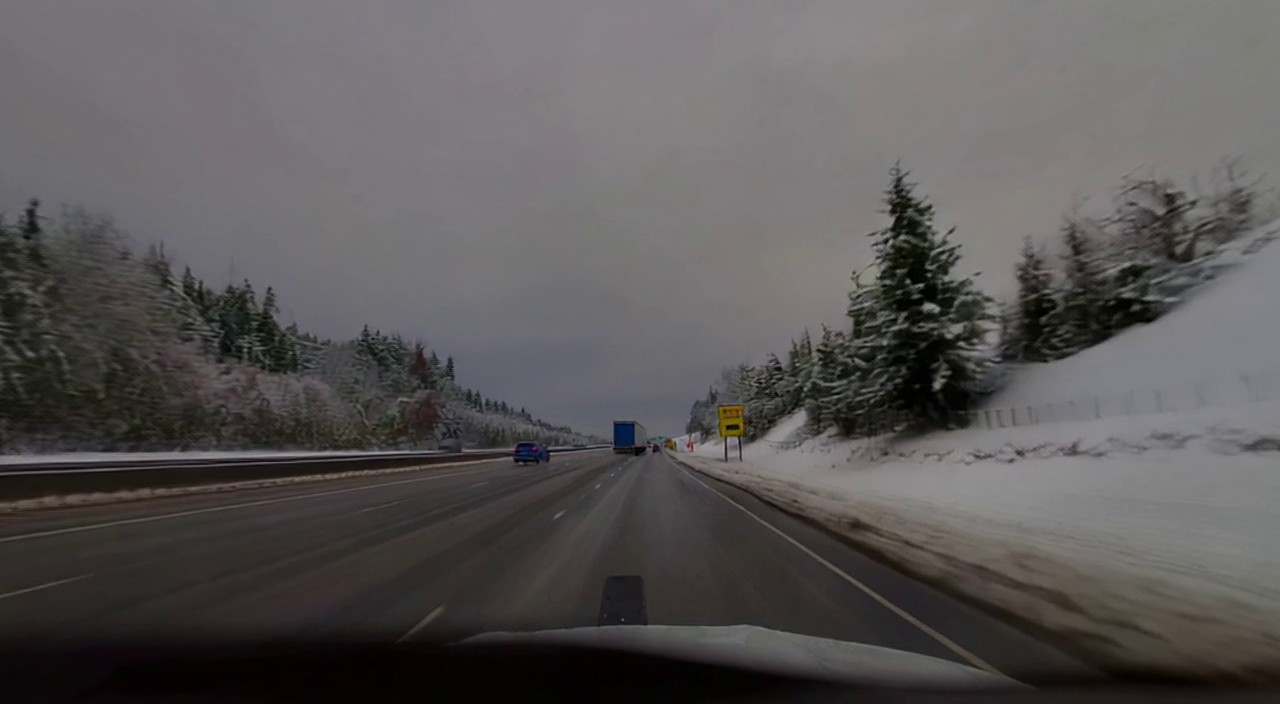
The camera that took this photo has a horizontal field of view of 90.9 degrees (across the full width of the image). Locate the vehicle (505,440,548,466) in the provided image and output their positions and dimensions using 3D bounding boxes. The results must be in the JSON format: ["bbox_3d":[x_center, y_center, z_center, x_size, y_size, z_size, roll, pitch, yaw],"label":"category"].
[{"bbox_3d":[-7.183,6.470,40.313,1.893,1.566,4.051,-1,-9,2],"label":"vehicle"}]
